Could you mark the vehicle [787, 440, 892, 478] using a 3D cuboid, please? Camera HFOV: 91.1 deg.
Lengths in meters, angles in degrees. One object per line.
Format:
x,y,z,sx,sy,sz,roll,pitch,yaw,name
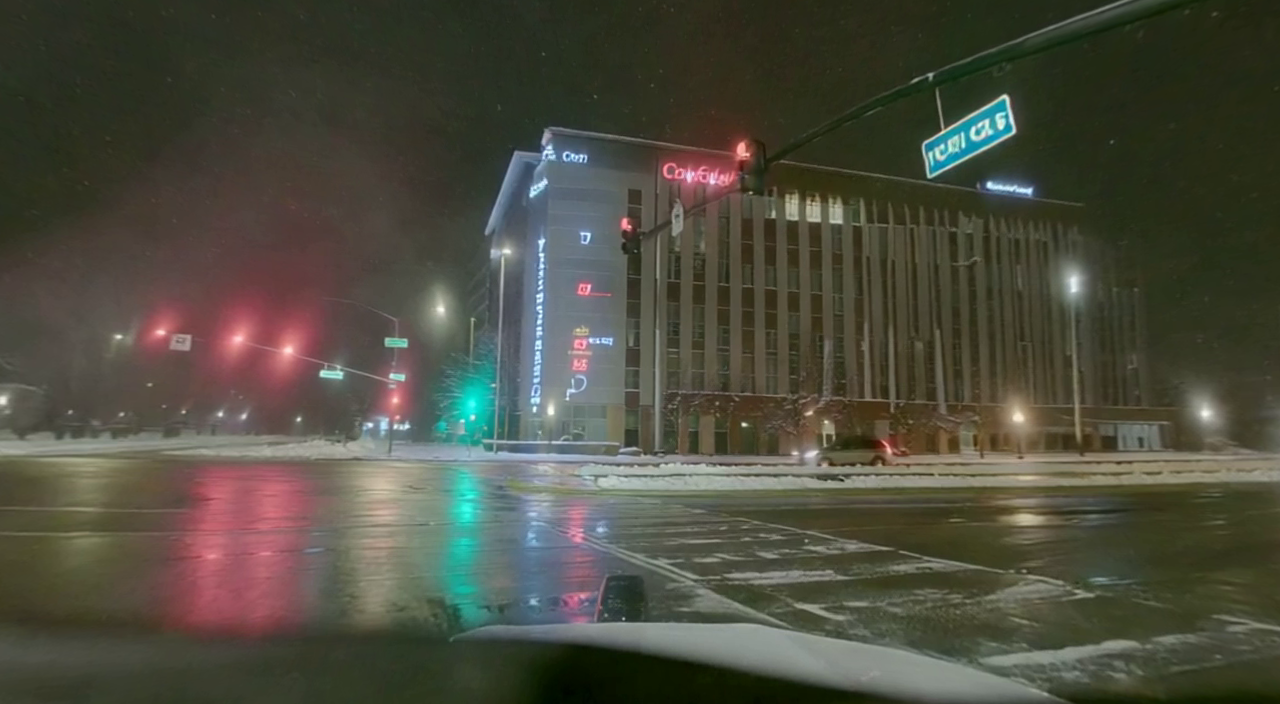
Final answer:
10.075,5.354,31.730,4.713,1.775,2.030,3,-9,-20,vehicle
